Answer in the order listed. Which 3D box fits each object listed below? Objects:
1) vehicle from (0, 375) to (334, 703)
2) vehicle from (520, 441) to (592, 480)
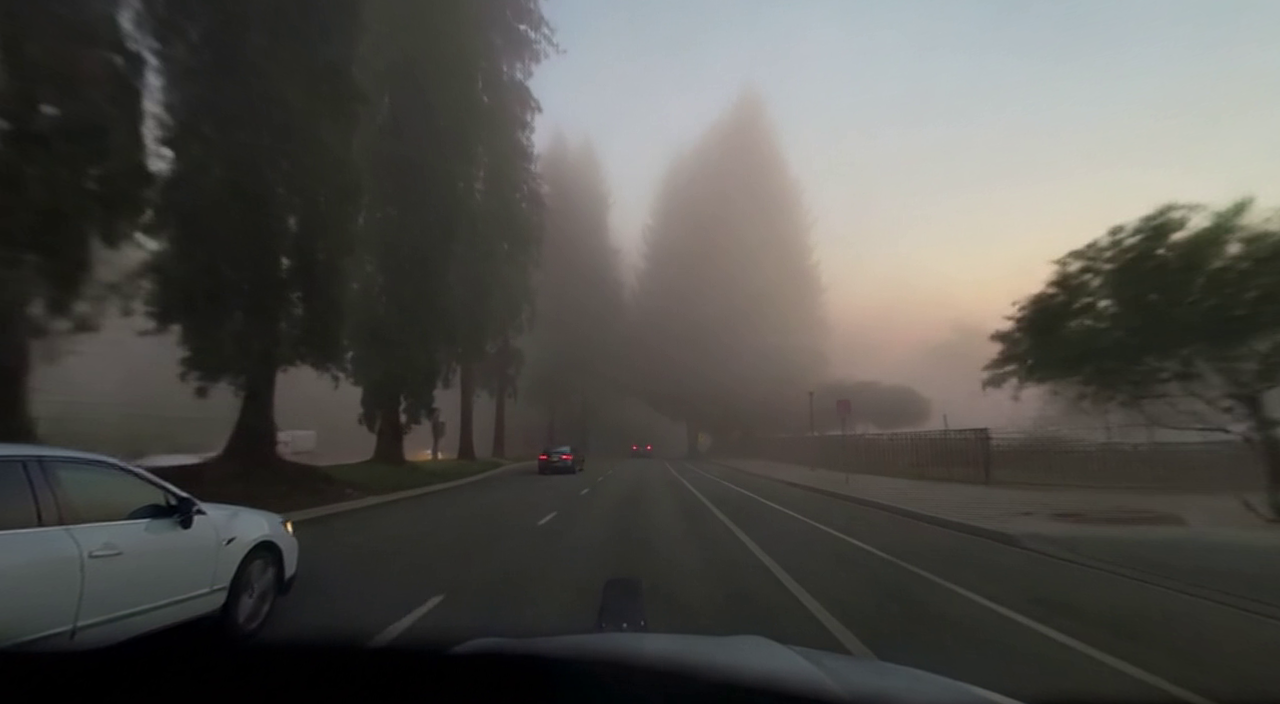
[{"bbox_3d":[-4.030,0.948,3.349,2.190,1.545,4.943,0,-9,2],"label":"vehicle"},{"bbox_3d":[-3.412,4.510,26.474,2.188,1.473,4.651,0,-9,2],"label":"vehicle"}]
